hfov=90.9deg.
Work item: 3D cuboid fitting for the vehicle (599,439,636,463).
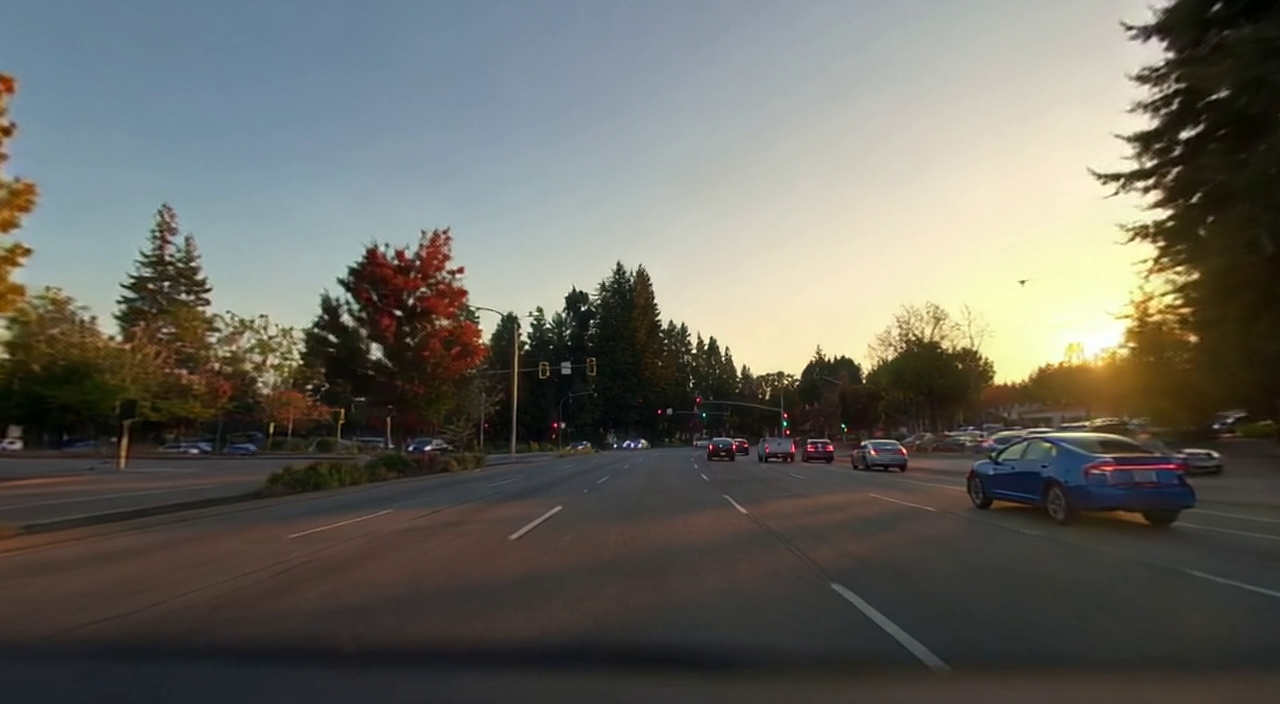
[{"bbox_3d":[-1.423,6.587,41.992,1.958,1.542,4.175,-1,-8,5],"label":"vehicle"}]

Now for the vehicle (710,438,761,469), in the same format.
[{"bbox_3d":[5.239,5.649,35.234,2.292,1.563,4.734,0,-8,2],"label":"vehicle"}]

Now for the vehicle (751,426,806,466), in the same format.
[{"bbox_3d":[8.086,5.590,37.451,2.186,2.202,5.426,0,-8,2],"label":"vehicle"}]

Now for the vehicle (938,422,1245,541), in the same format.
[{"bbox_3d":[7.414,2.133,11.186,2.051,1.620,4.702,-1,-8,2],"label":"vehicle"}]
